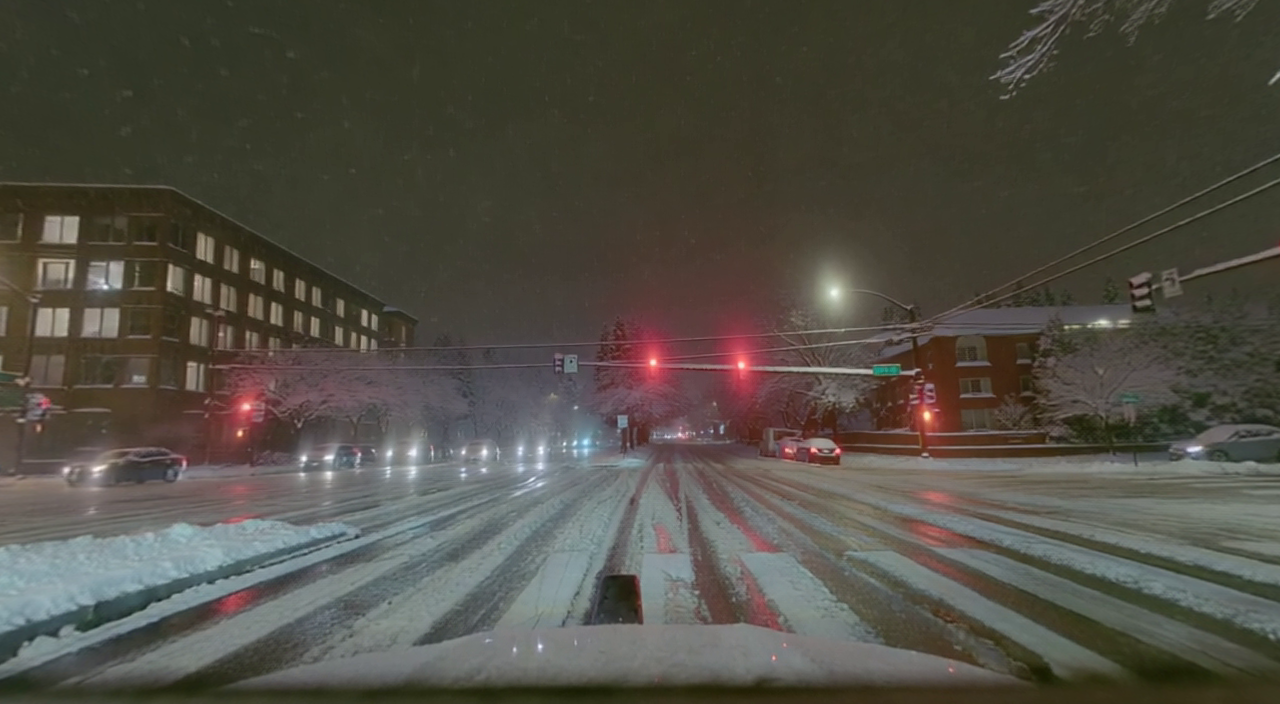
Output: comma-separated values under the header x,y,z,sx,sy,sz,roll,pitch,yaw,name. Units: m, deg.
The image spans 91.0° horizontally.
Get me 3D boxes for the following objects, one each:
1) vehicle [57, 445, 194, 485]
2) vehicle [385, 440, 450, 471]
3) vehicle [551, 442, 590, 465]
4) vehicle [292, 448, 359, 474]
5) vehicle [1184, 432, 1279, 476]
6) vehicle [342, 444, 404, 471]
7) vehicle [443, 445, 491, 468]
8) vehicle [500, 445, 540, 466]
x,y,z,sx,sy,sz,roll,pitch,yaw,name
-26.121,5.696,32.178,2.032,1.839,4.884,-5,-10,31,vehicle
-15.141,7.034,43.151,2.340,1.946,5.450,0,-9,2,vehicle
-4.529,6.723,41.682,1.954,1.431,4.050,-1,-9,2,vehicle
-21.506,7.445,43.278,1.929,1.619,4.577,-1,-9,5,vehicle
22.315,3.582,22.238,4.474,1.477,1.908,0,-9,-3,vehicle
-18.558,7.342,43.994,2.237,1.801,4.541,0,-9,1,vehicle
-11.634,7.066,42.696,1.911,1.476,4.297,-1,-9,2,vehicle
-8.096,7.007,42.616,1.910,1.321,3.692,0,-9,1,vehicle
